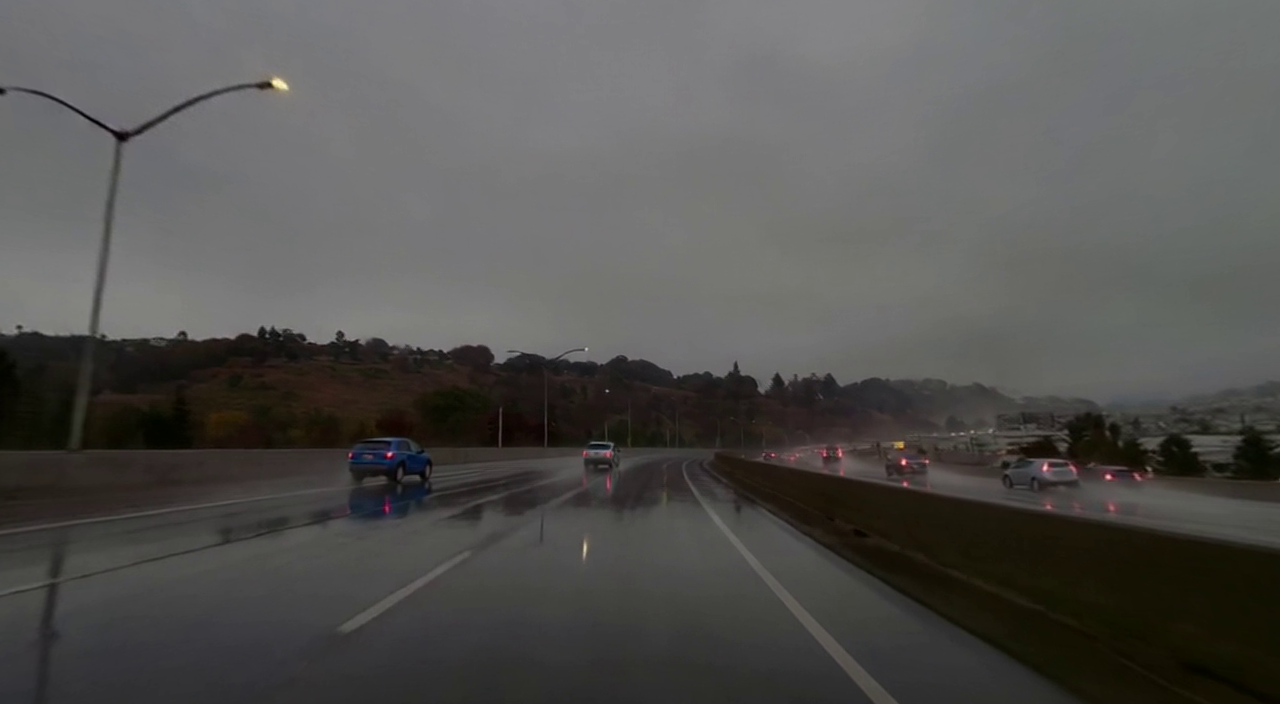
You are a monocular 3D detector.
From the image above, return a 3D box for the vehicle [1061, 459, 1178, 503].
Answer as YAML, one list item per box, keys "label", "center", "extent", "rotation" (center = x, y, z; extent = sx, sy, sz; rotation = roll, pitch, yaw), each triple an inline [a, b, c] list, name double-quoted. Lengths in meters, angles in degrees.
- label: "vehicle"
  center: [21.032, 5.638, 27.937]
  extent: [2.010, 1.620, 4.347]
  rotation: [-1, -8, 5]

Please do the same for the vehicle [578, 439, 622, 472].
- label: "vehicle"
  center: [-2.248, 5.999, 36.708]
  extent: [2.028, 1.782, 4.150]
  rotation: [-1, -8, 4]

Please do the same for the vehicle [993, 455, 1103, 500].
- label: "vehicle"
  center: [16.454, 5.034, 25.742]
  extent: [1.786, 1.559, 4.496]
  rotation: [-1, -8, 6]

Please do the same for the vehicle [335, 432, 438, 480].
- label: "vehicle"
  center: [-10.081, 4.181, 25.537]
  extent: [2.039, 1.746, 4.528]
  rotation: [-1, -8, 4]
